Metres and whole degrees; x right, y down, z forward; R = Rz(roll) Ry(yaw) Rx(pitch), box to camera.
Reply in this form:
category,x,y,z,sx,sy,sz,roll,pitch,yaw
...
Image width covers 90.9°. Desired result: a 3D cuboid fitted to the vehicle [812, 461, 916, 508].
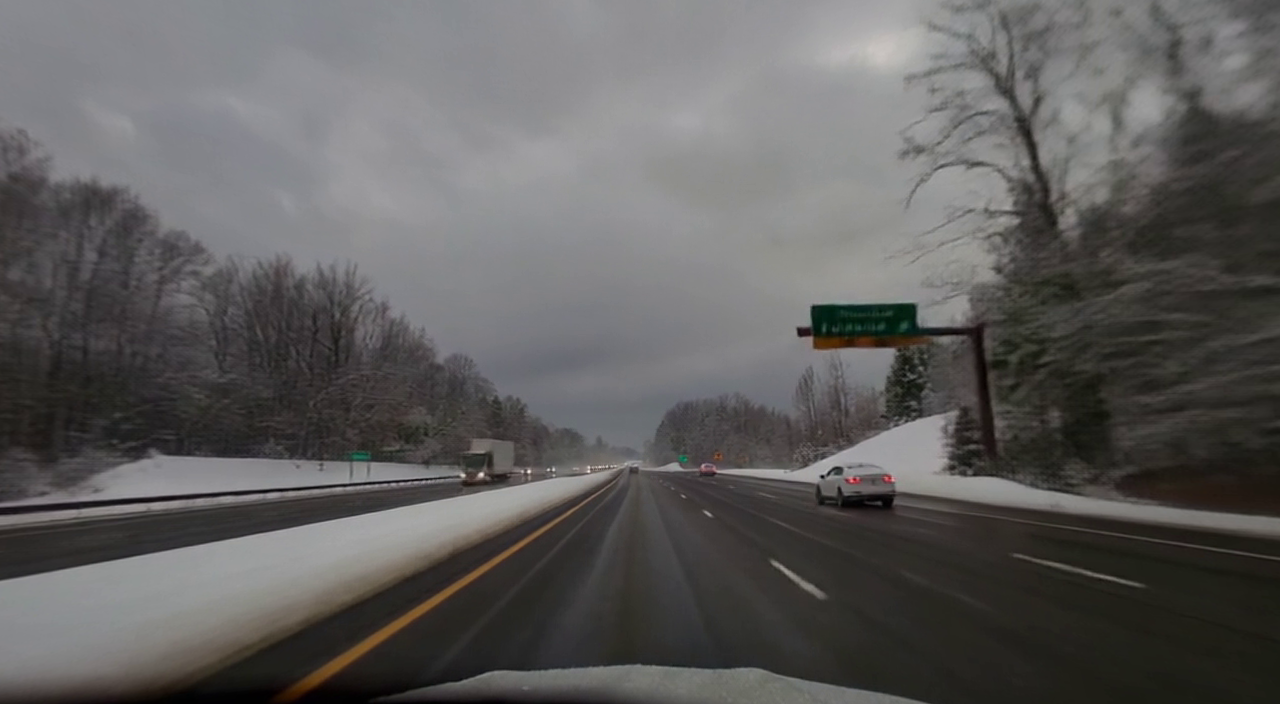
category,x,y,z,sx,sy,sz,roll,pitch,yaw
vehicle,7.890,4.725,22.702,2.024,1.476,4.352,1,-10,-1
